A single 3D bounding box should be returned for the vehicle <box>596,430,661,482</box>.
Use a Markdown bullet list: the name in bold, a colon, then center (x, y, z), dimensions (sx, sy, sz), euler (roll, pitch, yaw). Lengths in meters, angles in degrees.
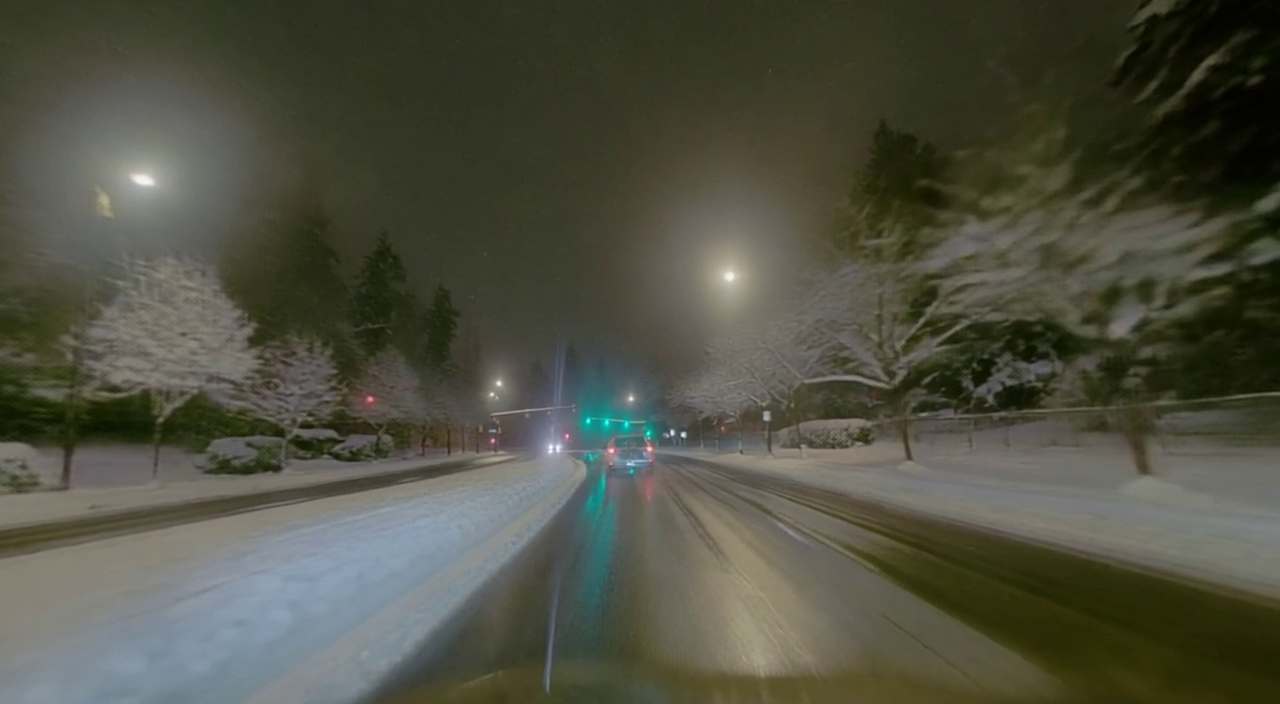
- **vehicle**: center (-0.421, 3.835, 23.460), dimensions (2.192, 1.734, 4.176), euler (0, -8, -1)
